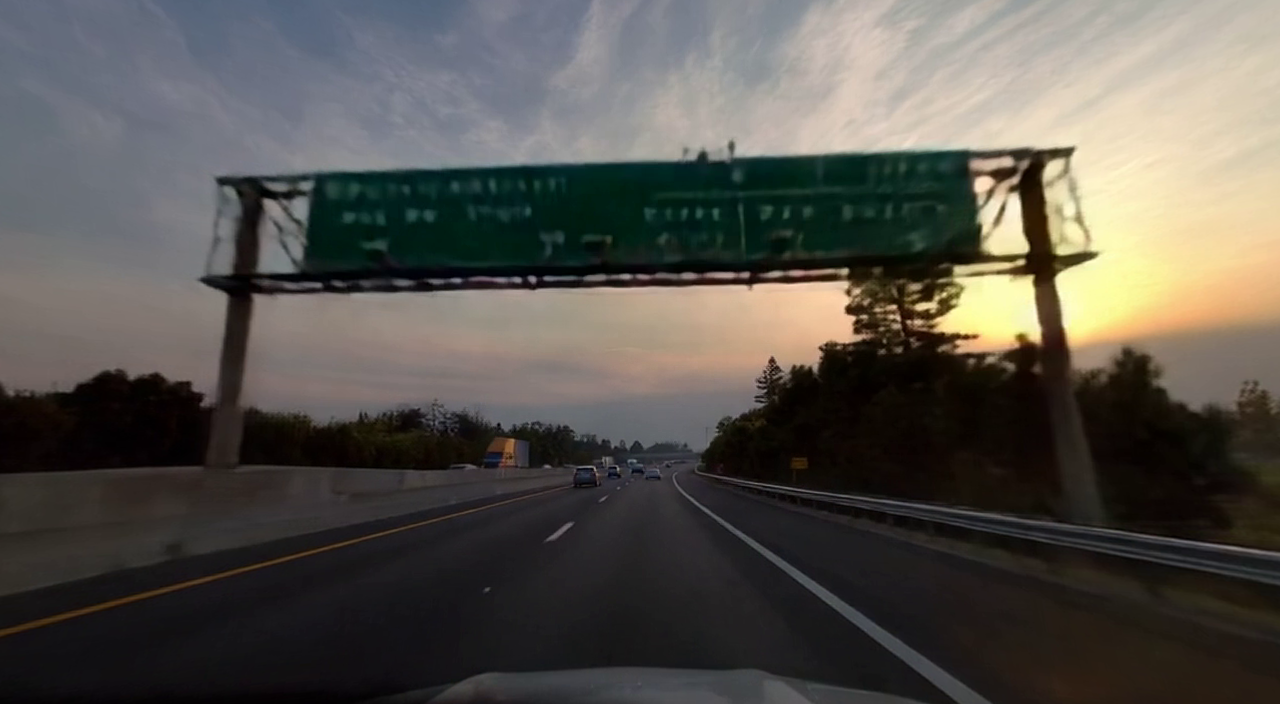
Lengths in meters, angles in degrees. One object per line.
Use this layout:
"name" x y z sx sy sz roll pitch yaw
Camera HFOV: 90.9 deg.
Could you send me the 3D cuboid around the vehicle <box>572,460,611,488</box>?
"vehicle" -3.258 8.330 43.119 2.160 1.721 4.368 0 -10 3
